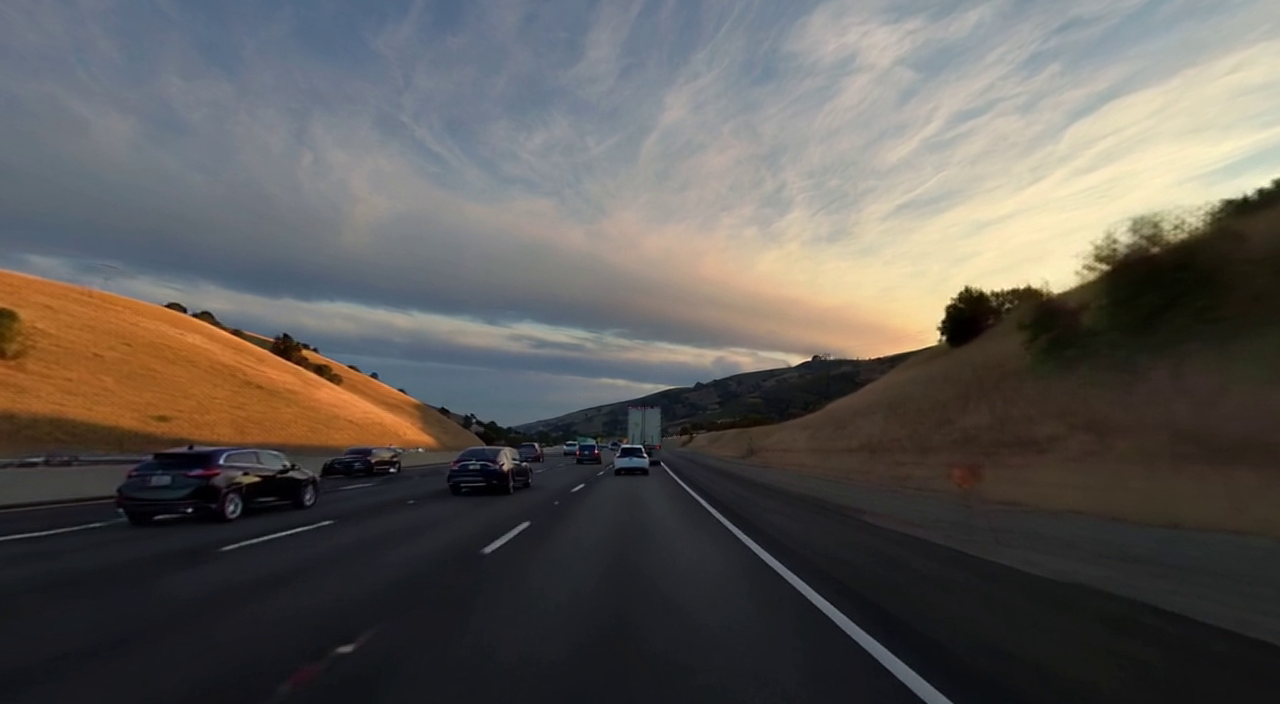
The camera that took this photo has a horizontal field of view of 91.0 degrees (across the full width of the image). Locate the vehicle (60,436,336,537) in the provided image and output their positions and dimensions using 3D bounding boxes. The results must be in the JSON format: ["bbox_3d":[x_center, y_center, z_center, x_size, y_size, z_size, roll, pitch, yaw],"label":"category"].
[{"bbox_3d":[-7.779,2.373,11.752,2.029,1.507,4.204,0,-9,1],"label":"vehicle"}]

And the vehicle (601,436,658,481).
[{"bbox_3d":[-0.415,4.638,27.674,2.281,1.795,4.297,0,-9,0],"label":"vehicle"}]

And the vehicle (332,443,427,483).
[{"bbox_3d":[-10.679,4.575,26.260,1.950,1.507,4.527,0,-9,1],"label":"vehicle"}]

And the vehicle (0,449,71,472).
[{"bbox_3d":[-42.525,7.530,43.848,1.780,1.514,4.281,0,-9,0],"label":"vehicle"}]

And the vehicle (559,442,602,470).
[{"bbox_3d":[-3.678,6.512,39.582,2.155,1.661,4.477,0,-9,1],"label":"vehicle"}]

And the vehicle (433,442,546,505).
[{"bbox_3d":[-3.949,3.263,17.409,1.943,1.468,4.547,0,-9,1],"label":"vehicle"}]
